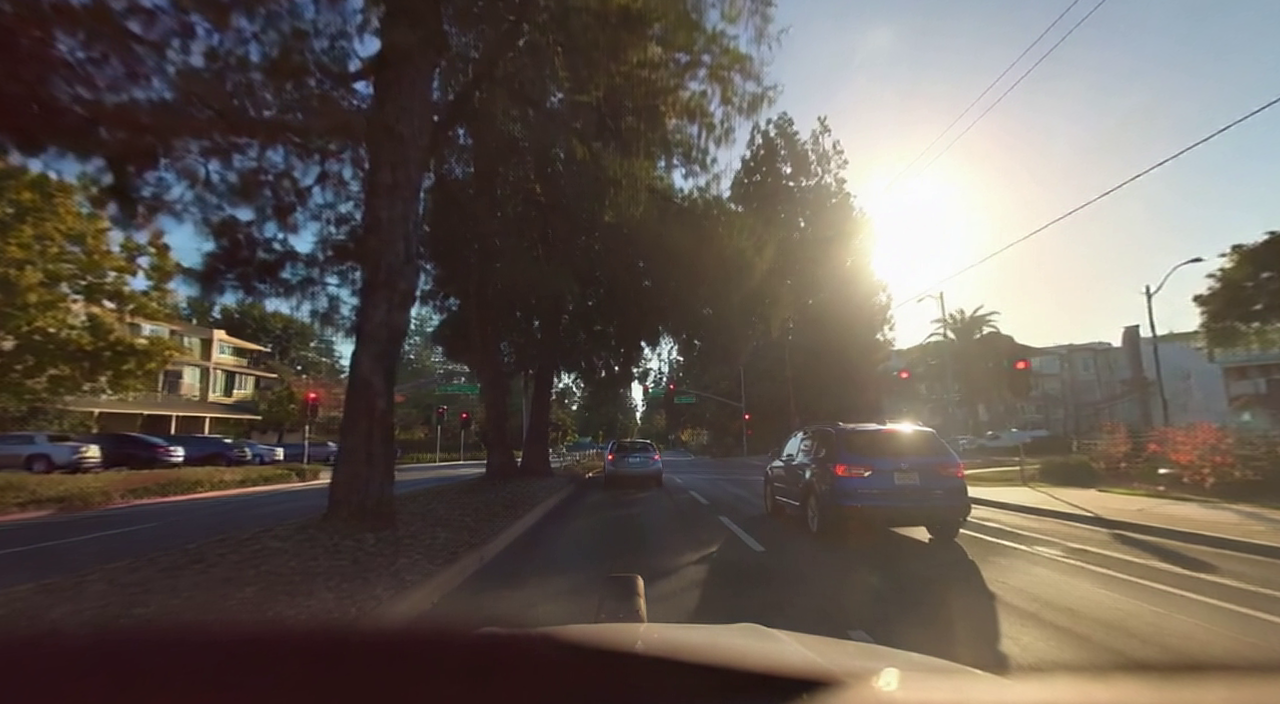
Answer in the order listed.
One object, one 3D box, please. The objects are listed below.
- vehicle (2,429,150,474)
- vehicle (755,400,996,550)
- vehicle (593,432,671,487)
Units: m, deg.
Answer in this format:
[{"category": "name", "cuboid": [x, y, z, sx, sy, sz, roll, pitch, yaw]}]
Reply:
[{"category": "vehicle", "cuboid": [-29.011, 5.108, 32.807, 5.335, 2.076, 2.209, 3, -10, -33]}, {"category": "vehicle", "cuboid": [3.208, 1.790, 9.779, 2.046, 1.768, 4.370, 0, -8, 0]}, {"category": "vehicle", "cuboid": [-0.232, 3.360, 20.096, 2.177, 1.512, 4.682, 0, -8, 0]}]
